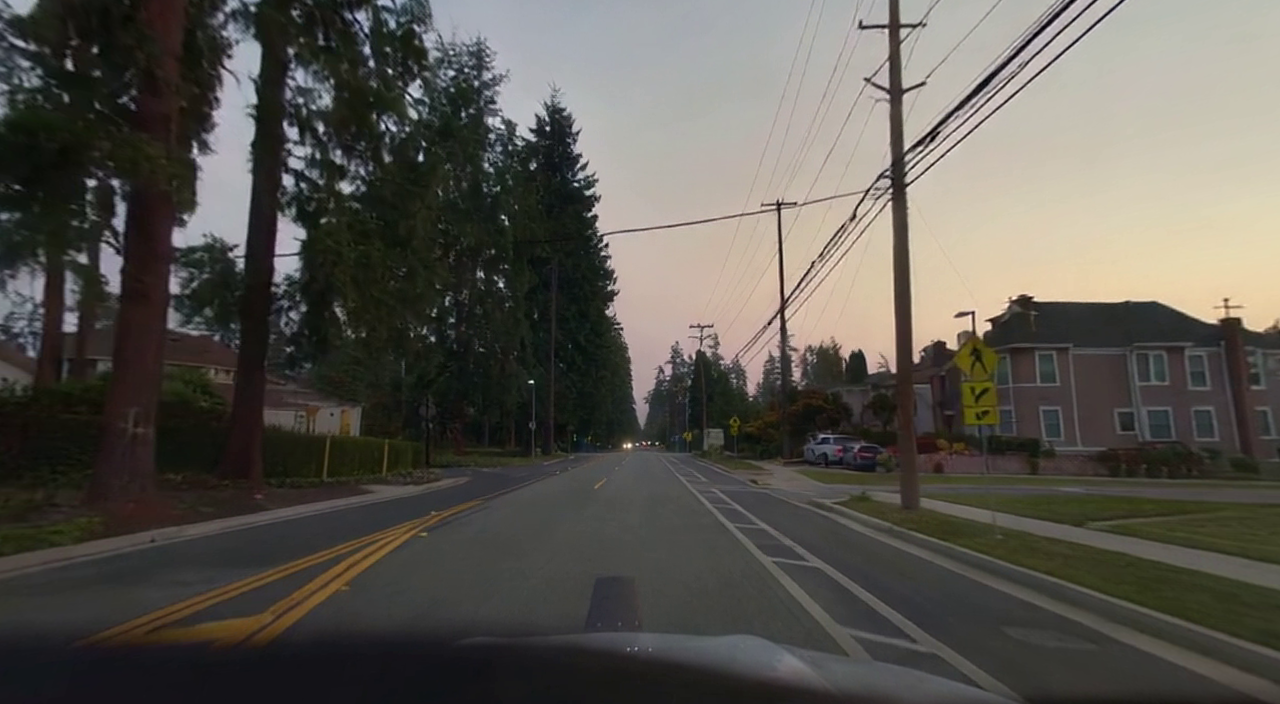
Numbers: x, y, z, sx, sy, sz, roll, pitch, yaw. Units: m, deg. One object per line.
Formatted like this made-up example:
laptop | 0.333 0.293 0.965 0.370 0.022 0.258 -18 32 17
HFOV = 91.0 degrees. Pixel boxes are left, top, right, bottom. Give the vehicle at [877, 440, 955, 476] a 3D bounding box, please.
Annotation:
vehicle | 13.742 5.303 31.660 1.935 1.683 4.669 0 -9 3

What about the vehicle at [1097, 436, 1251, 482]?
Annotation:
vehicle | 21.218 4.232 25.169 3.943 1.664 2.391 0 -8 -1

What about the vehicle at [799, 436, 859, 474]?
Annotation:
vehicle | 10.483 5.753 35.259 1.912 1.953 4.651 0 -9 0
